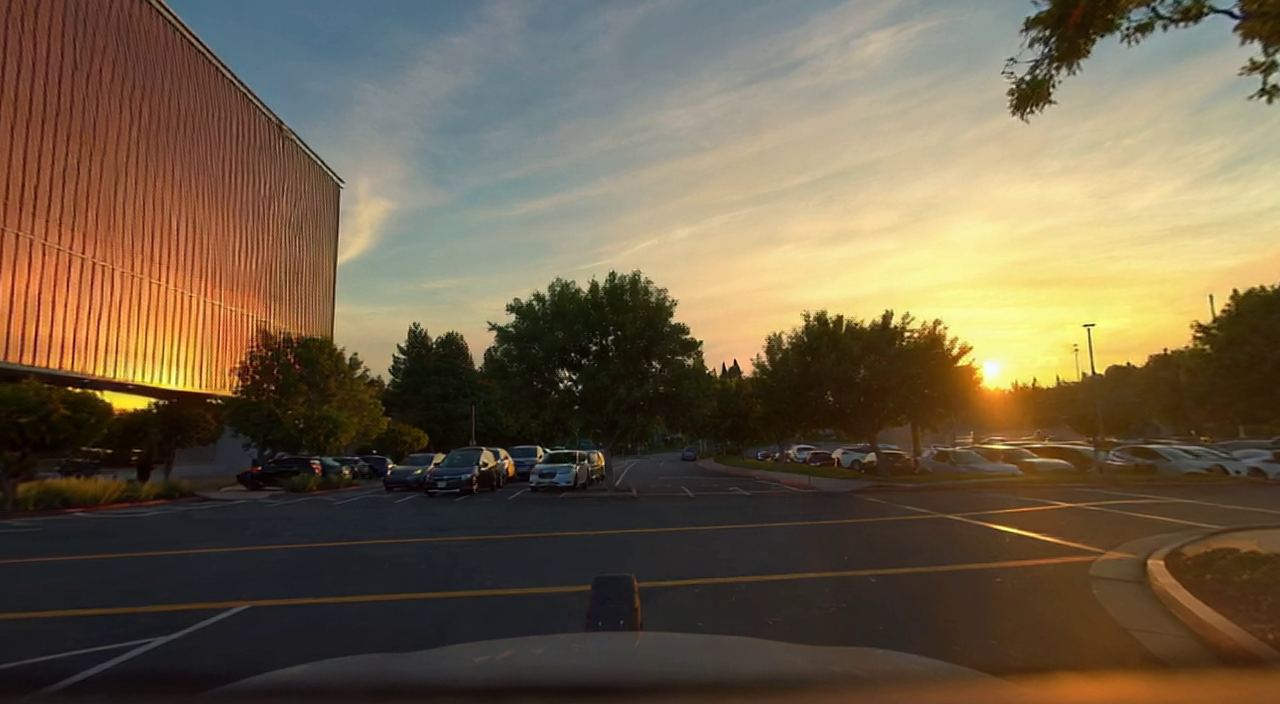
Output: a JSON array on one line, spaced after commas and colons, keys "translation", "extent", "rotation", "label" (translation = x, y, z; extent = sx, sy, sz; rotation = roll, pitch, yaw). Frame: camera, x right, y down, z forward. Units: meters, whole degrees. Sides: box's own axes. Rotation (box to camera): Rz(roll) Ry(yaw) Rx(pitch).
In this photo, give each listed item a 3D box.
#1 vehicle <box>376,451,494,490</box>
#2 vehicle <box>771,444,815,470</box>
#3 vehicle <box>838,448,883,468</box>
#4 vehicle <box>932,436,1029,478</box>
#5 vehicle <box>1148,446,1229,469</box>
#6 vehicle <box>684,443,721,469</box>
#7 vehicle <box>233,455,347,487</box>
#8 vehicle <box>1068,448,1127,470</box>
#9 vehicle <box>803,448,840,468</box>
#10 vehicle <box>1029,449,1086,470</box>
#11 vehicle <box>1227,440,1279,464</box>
[{"translation": [-8.699, 4.972, 26.901], "extent": [4.442, 1.504, 1.809], "rotation": [4, -10, -28], "label": "vehicle"}, {"translation": [10.524, 7.204, 43.703], "extent": [1.936, 1.673, 4.305], "rotation": [0, -8, 0], "label": "vehicle"}, {"translation": [17.053, 8.223, 49.069], "extent": [1.971, 1.478, 4.477], "rotation": [0, -8, 1], "label": "vehicle"}, {"translation": [16.477, 5.093, 30.948], "extent": [2.048, 1.852, 4.998], "rotation": [0, -9, 1], "label": "vehicle"}, {"translation": [37.016, 7.116, 42.776], "extent": [1.678, 1.423, 4.191], "rotation": [0, -8, -2], "label": "vehicle"}, {"translation": [4.597, 7.744, 47.286], "extent": [2.262, 1.794, 5.331], "rotation": [0, -8, 1], "label": "vehicle"}, {"translation": [-16.742, 5.694, 30.356], "extent": [4.331, 1.437, 1.876], "rotation": [0, -8, 2], "label": "vehicle"}, {"translation": [31.297, 7.308, 43.271], "extent": [1.519, 1.371, 3.278], "rotation": [0, -8, -1], "label": "vehicle"}, {"translation": [14.208, 8.300, 49.644], "extent": [1.935, 1.477, 3.719], "rotation": [0, -9, 3], "label": "vehicle"}, {"translation": [28.304, 7.286, 42.959], "extent": [1.495, 1.371, 3.336], "rotation": [-1, -9, -1], "label": "vehicle"}, {"translation": [43.061, 6.810, 43.086], "extent": [1.758, 1.572, 4.421], "rotation": [0, -8, 1], "label": "vehicle"}]
